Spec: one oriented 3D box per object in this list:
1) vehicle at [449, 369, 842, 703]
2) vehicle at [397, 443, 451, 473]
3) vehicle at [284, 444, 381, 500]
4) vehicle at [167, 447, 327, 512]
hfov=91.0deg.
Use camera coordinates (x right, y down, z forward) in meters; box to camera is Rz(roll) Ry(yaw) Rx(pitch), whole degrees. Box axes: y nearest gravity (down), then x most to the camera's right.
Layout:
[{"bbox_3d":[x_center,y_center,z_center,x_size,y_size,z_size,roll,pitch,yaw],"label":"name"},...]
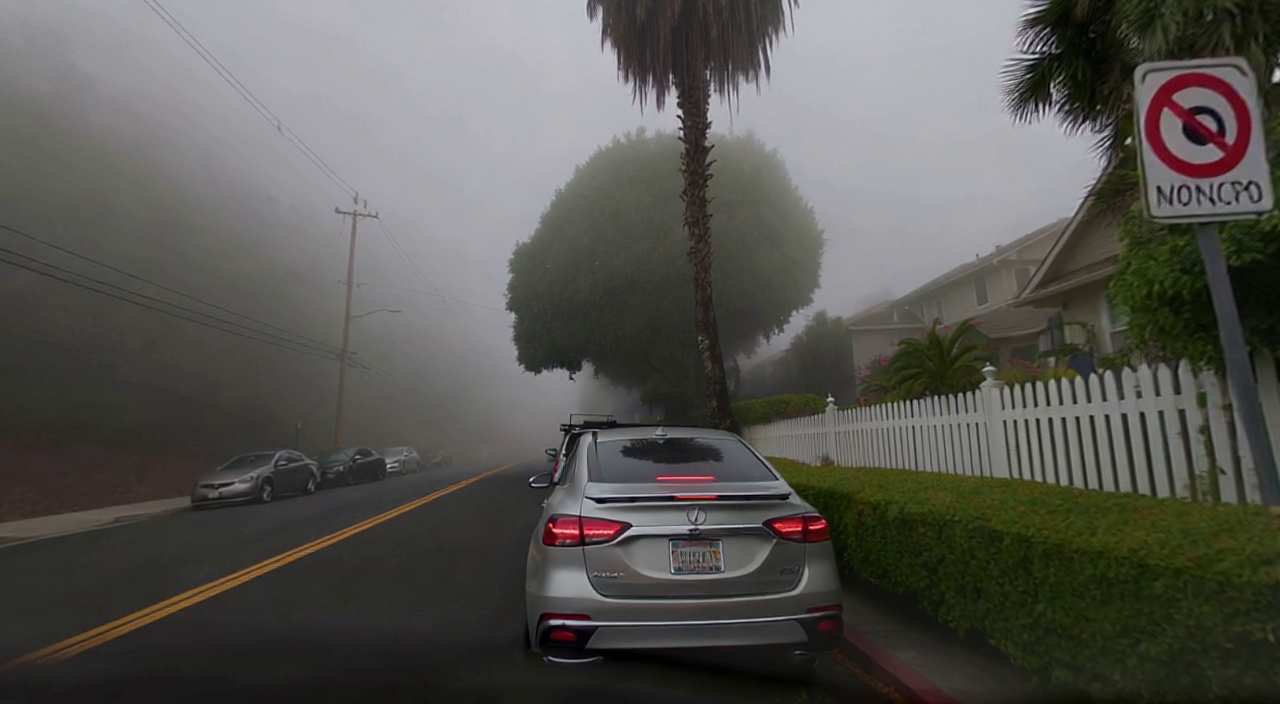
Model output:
[{"bbox_3d":[-0.128,1.213,4.997,1.894,1.695,3.795,1,-8,-5],"label":"vehicle"},{"bbox_3d":[-13.173,6.463,38.706,2.060,1.689,4.999,1,-8,-7],"label":"vehicle"},{"bbox_3d":[-12.158,4.709,25.267,2.048,1.485,4.757,-4,-4,-7],"label":"vehicle"},{"bbox_3d":[-11.393,3.659,18.793,2.017,1.627,5.039,1,-8,-7],"label":"vehicle"}]
